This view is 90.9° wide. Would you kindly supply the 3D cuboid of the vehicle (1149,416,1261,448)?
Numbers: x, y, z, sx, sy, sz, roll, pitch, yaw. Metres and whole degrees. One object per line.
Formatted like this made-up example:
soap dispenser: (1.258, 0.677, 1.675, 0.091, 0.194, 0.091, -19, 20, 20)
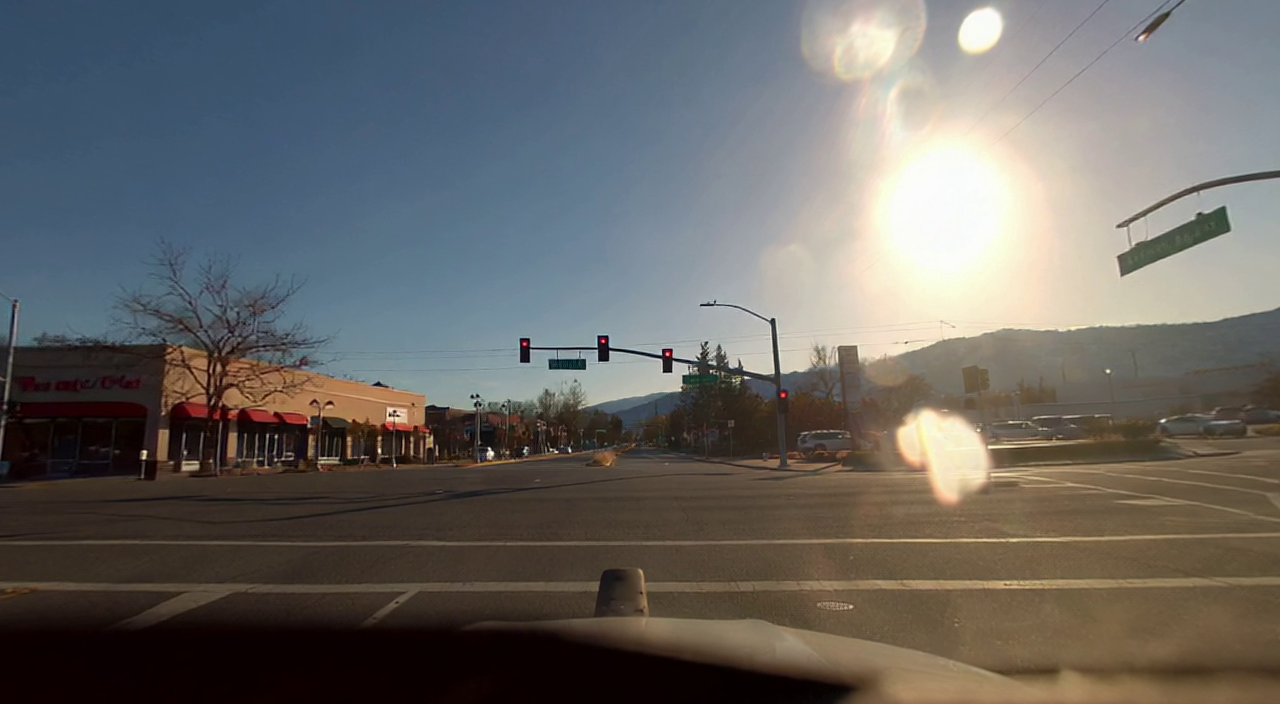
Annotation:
vehicle: (28.271, 4.075, 31.724, 1.799, 1.459, 4.266, 0, -8, 3)
